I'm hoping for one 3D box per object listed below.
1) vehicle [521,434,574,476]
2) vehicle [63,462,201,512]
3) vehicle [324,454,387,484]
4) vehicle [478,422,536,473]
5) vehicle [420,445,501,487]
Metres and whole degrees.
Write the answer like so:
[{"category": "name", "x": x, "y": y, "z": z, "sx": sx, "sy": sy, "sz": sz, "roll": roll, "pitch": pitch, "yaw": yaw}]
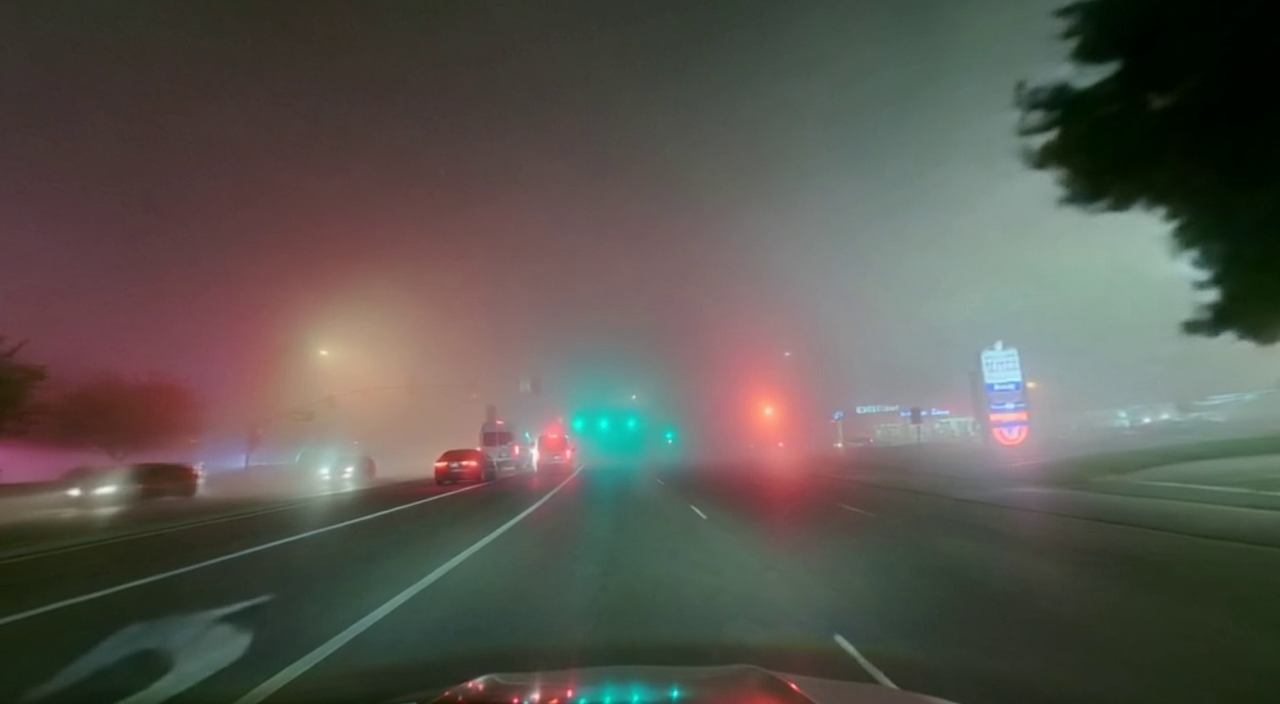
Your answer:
[{"category": "vehicle", "x": -4.734, "y": 5.390, "z": 33.279, "sx": 2.206, "sy": 2.007, "sz": 5.190, "roll": 0, "pitch": -9, "yaw": -2}, {"category": "vehicle", "x": -19.941, "y": 5.270, "z": 25.116, "sx": 1.930, "sy": 1.659, "sz": 4.364, "roll": 0, "pitch": -9, "yaw": -2}, {"category": "vehicle", "x": -17.042, "y": 6.985, "z": 38.045, "sx": 2.045, "sy": 1.621, "sz": 4.220, "roll": 0, "pitch": -9, "yaw": -4}, {"category": "vehicle", "x": -7.649, "y": 5.579, "z": 36.942, "sx": 2.405, "sy": 2.696, "sz": 5.561, "roll": 0, "pitch": -9, "yaw": -3}, {"category": "vehicle", "x": -7.031, "y": 4.504, "z": 25.314, "sx": 1.993, "sy": 1.490, "sz": 4.768, "roll": 0, "pitch": -9, "yaw": -2}]
